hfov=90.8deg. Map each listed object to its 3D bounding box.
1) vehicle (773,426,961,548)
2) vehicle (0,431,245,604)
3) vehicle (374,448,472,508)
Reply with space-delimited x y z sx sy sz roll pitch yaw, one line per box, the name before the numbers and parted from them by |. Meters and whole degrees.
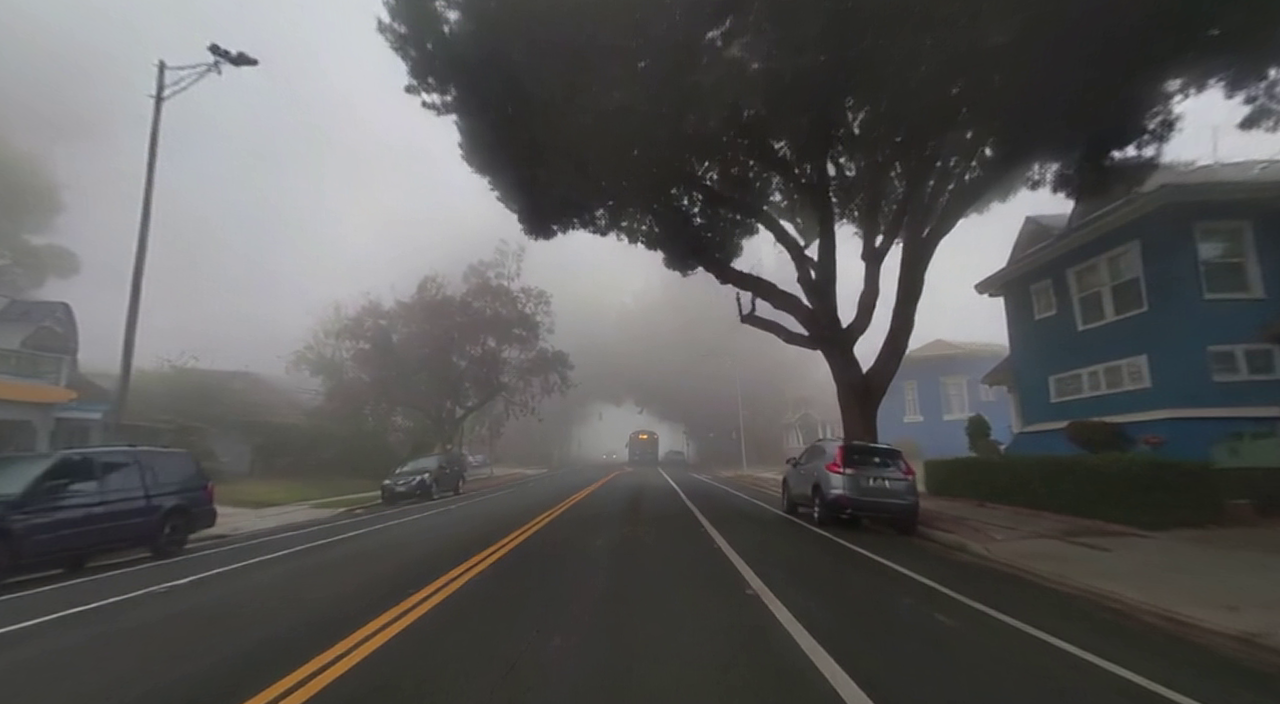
vehicle | 4.310 2.618 12.949 2.060 1.833 4.927 5 -9 1
vehicle | -7.964 2.098 8.338 2.094 1.840 5.450 -5 -9 -1
vehicle | -7.741 4.483 22.997 1.898 1.755 4.603 -5 -9 -1
